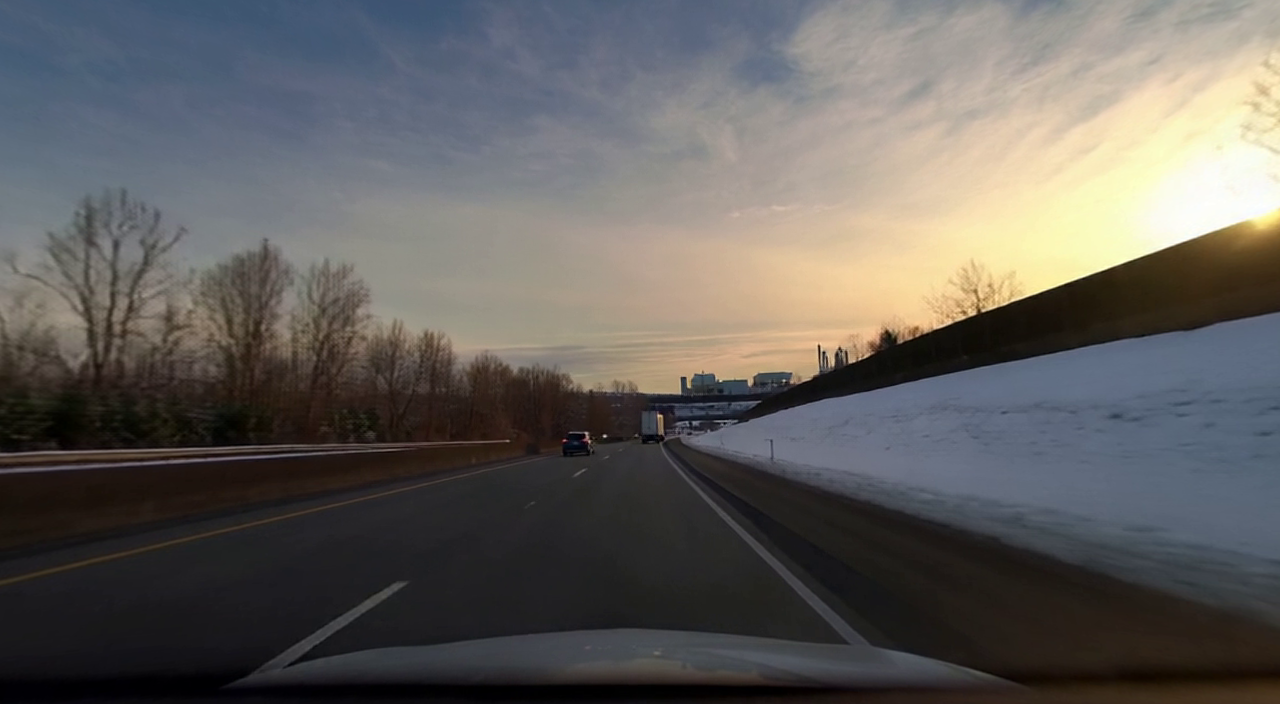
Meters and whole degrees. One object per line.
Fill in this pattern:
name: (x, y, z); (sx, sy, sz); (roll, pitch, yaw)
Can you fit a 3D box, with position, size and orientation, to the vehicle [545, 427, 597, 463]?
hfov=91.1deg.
vehicle: (-3.329, 4.586, 31.185); (2.018, 1.678, 4.312); (0, -8, 1)
